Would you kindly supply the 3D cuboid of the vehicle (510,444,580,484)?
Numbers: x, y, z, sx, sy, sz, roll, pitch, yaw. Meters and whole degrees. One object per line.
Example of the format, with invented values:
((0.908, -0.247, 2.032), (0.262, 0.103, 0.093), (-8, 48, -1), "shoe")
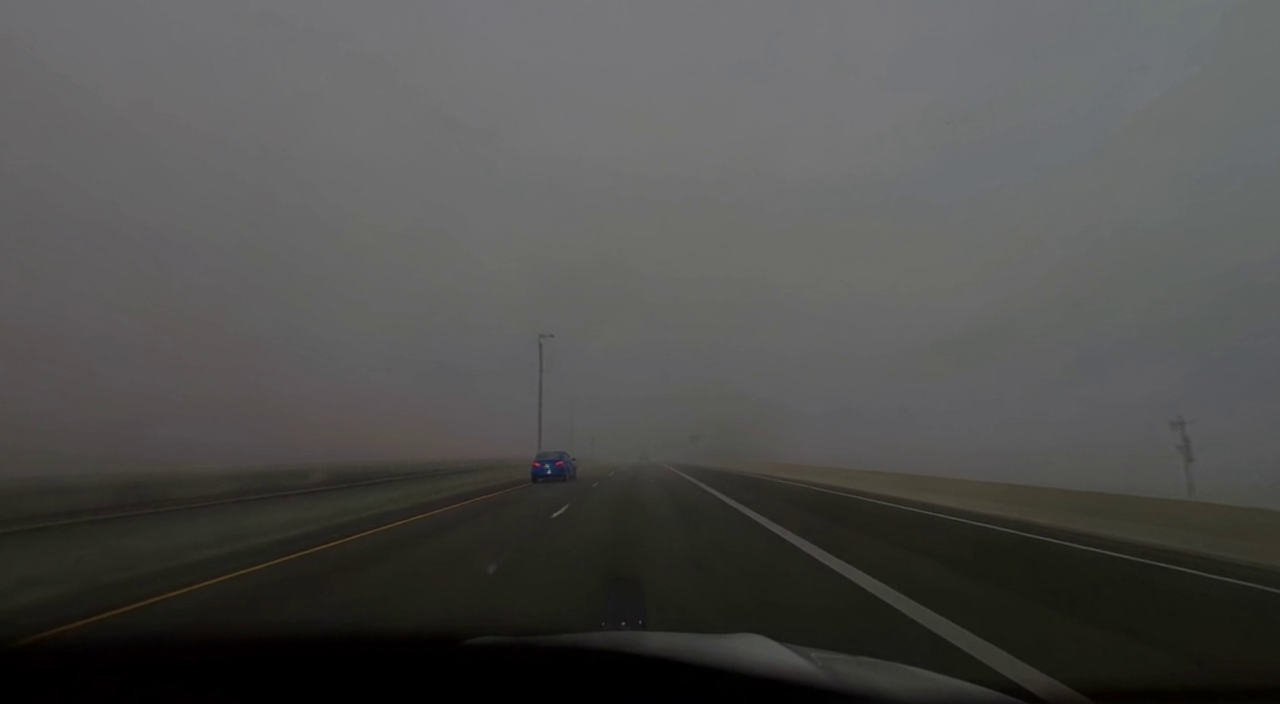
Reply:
((-3.919, 4.729, 26.875), (2.160, 1.552, 4.592), (0, -9, 1), "vehicle")
